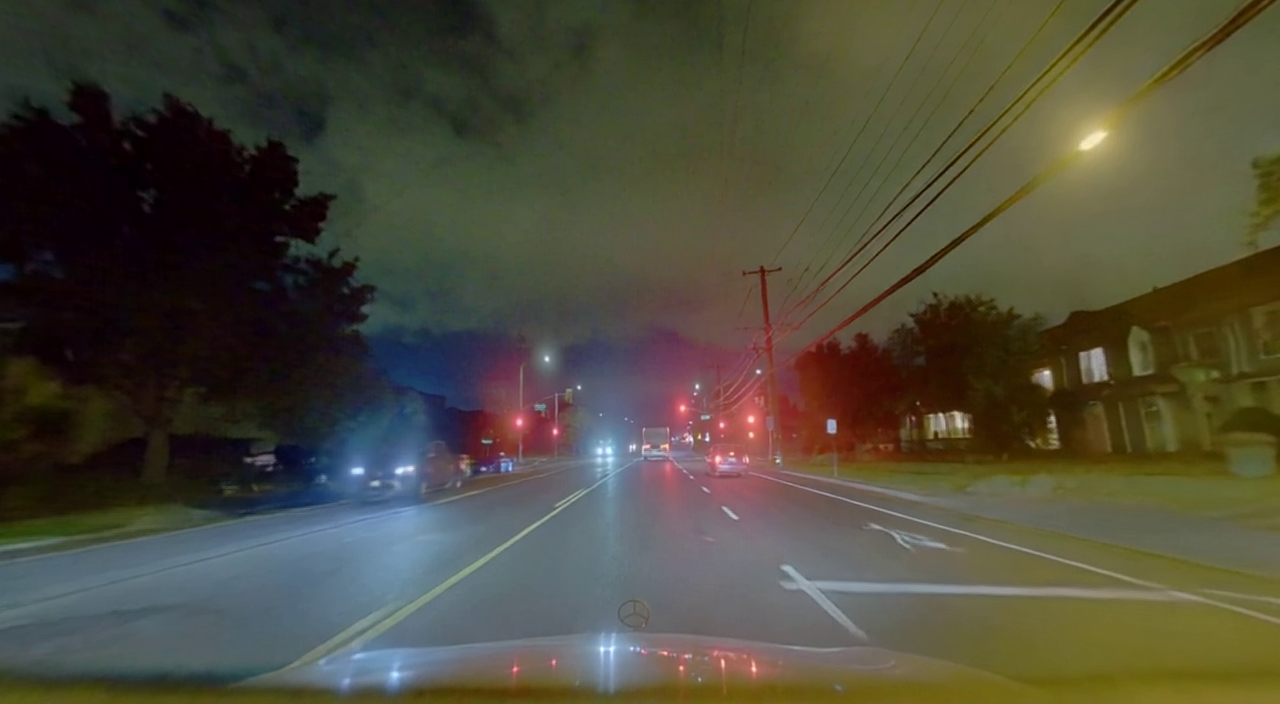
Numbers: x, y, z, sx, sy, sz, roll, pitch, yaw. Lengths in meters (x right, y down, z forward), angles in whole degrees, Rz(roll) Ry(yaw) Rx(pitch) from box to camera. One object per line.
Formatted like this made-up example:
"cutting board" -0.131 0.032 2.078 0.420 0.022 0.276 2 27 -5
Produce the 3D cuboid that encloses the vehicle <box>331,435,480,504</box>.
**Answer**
"vehicle" -6.872 3.500 19.346 2.303 1.789 5.423 0 -8 2

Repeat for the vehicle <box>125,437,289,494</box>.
"vehicle" -16.451 4.276 24.479 2.244 1.851 5.751 -2 -8 1

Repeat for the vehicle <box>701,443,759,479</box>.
"vehicle" 3.973 4.863 28.485 1.951 1.479 4.487 0 -8 0

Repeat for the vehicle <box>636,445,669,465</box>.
"vehicle" 0.897 7.606 46.820 2.298 1.359 4.081 0 -8 1
